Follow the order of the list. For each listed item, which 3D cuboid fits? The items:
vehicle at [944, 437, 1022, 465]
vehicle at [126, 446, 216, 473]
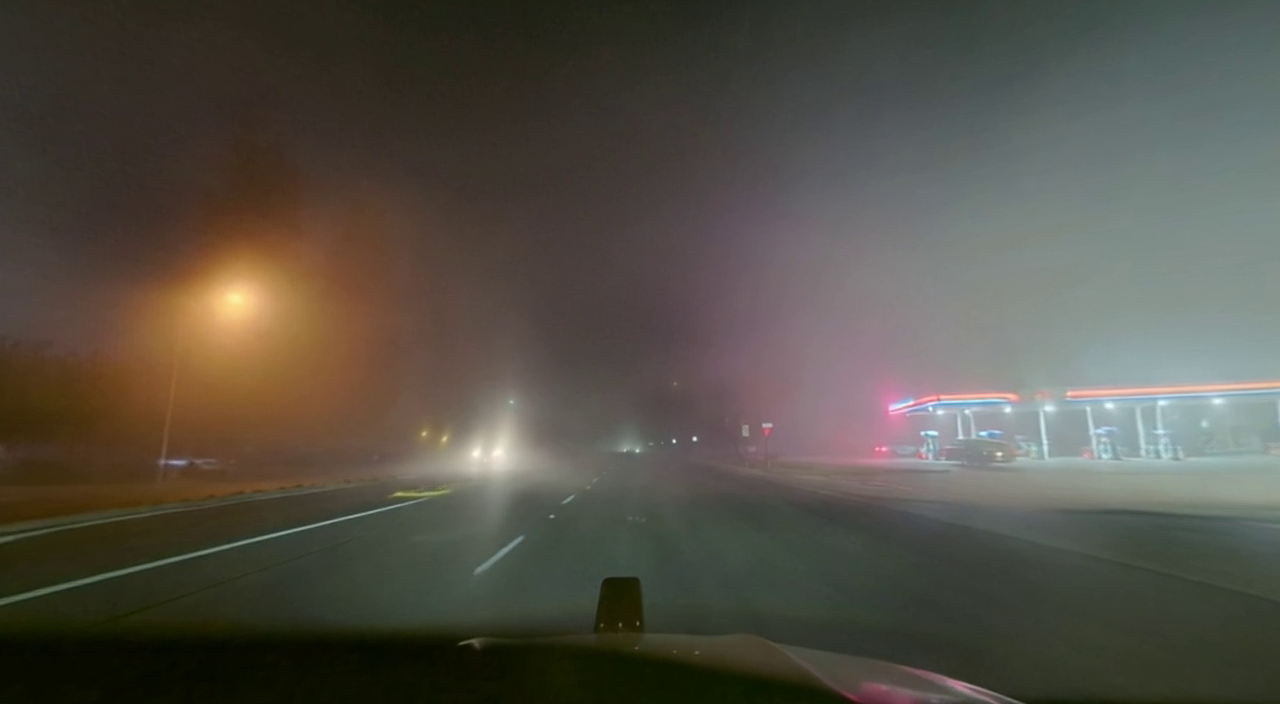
[{"bbox_3d":[19.245,5.579,35.669,1.994,1.452,4.227,0,-8,0],"label":"vehicle"},{"bbox_3d":[-31.036,7.091,41.895,4.290,1.701,2.002,0,-9,-4],"label":"vehicle"}]
